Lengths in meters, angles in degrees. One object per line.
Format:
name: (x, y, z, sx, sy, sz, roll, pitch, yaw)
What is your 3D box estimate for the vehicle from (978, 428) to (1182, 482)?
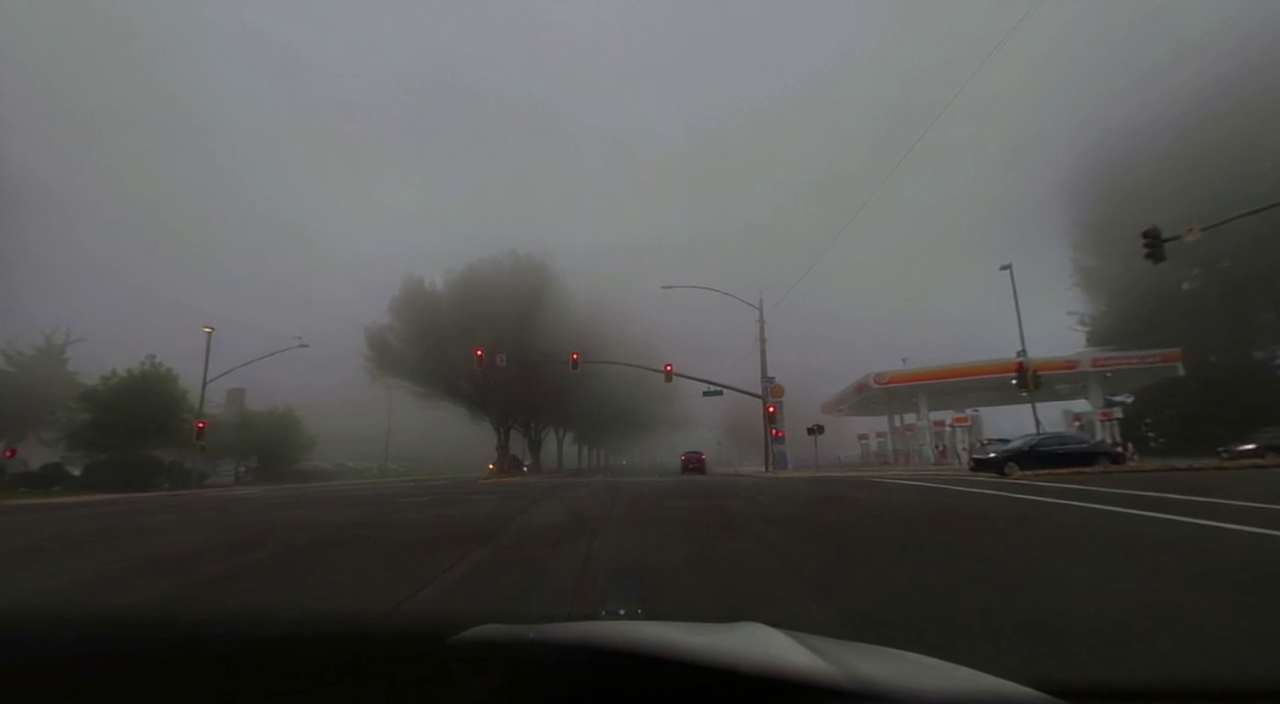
vehicle: (13.211, 3.127, 19.219, 4.605, 1.497, 2.061, -1, -9, 0)

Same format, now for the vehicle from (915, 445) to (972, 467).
vehicle: (21.853, 7.432, 45.414, 4.329, 1.461, 1.873, 6, -11, -38)

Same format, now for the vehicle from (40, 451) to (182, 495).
vehicle: (-33.289, 7.596, 39.926, 6.708, 2.544, 2.452, -1, -9, 1)

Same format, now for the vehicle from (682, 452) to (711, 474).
vehicle: (4.205, 8.320, 47.586, 1.908, 1.492, 3.977, -1, -9, 2)

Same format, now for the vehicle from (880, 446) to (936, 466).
vehicle: (20.049, 7.776, 47.196, 4.553, 1.371, 2.019, 9, -15, -42)

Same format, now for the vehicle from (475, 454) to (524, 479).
vehicle: (-9.191, 7.553, 41.767, 2.023, 1.498, 4.605, -1, -9, 3)

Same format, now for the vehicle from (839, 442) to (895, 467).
vehicle: (17.720, 7.971, 49.154, 4.601, 1.766, 2.015, 7, -14, -42)
